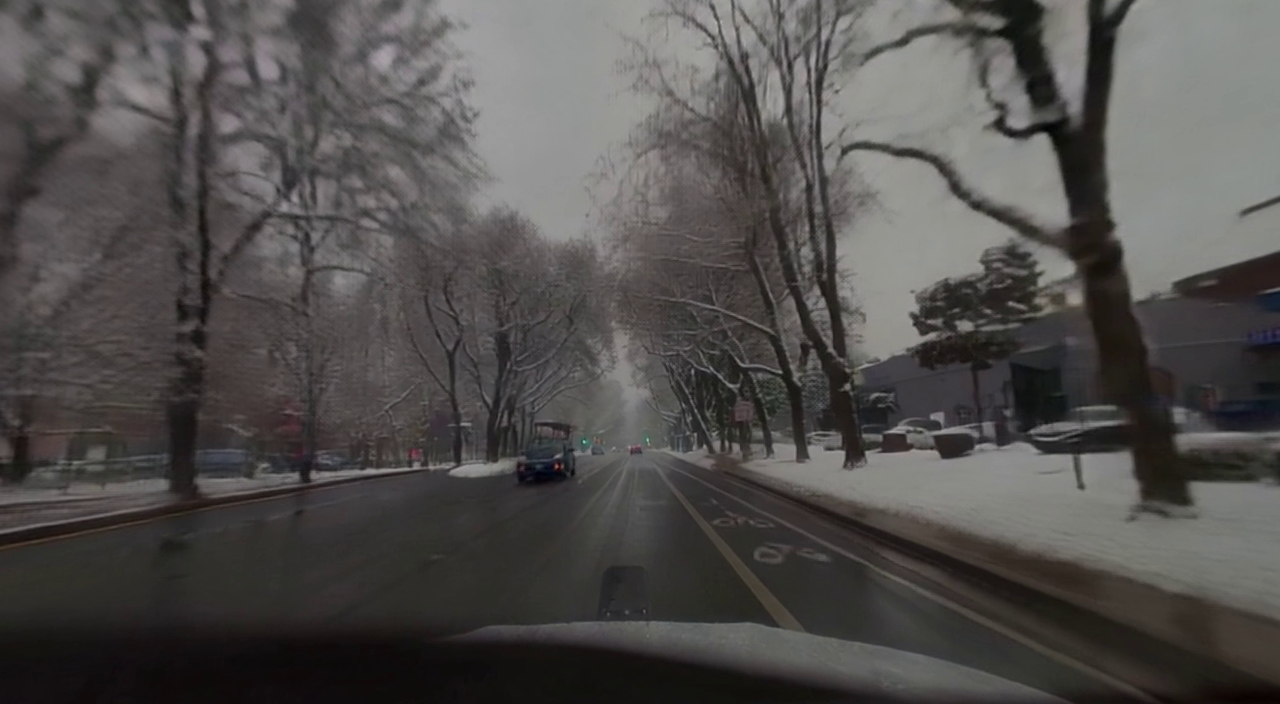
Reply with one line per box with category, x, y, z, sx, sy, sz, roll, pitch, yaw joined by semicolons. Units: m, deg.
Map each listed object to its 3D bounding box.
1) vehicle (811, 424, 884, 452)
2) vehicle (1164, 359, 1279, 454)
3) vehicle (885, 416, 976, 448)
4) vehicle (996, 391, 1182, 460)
vehicle;12.569;5.230;38.318;3.742;1.560;1.822;-1;-9;-2
vehicle;12.749;1.108;12.028;3.982;1.652;1.747;1;-9;-5
vehicle;13.271;3.689;28.952;3.375;1.411;1.561;0;-9;0
vehicle;11.931;1.986;16.911;3.618;1.433;1.661;-5;-7;-1
